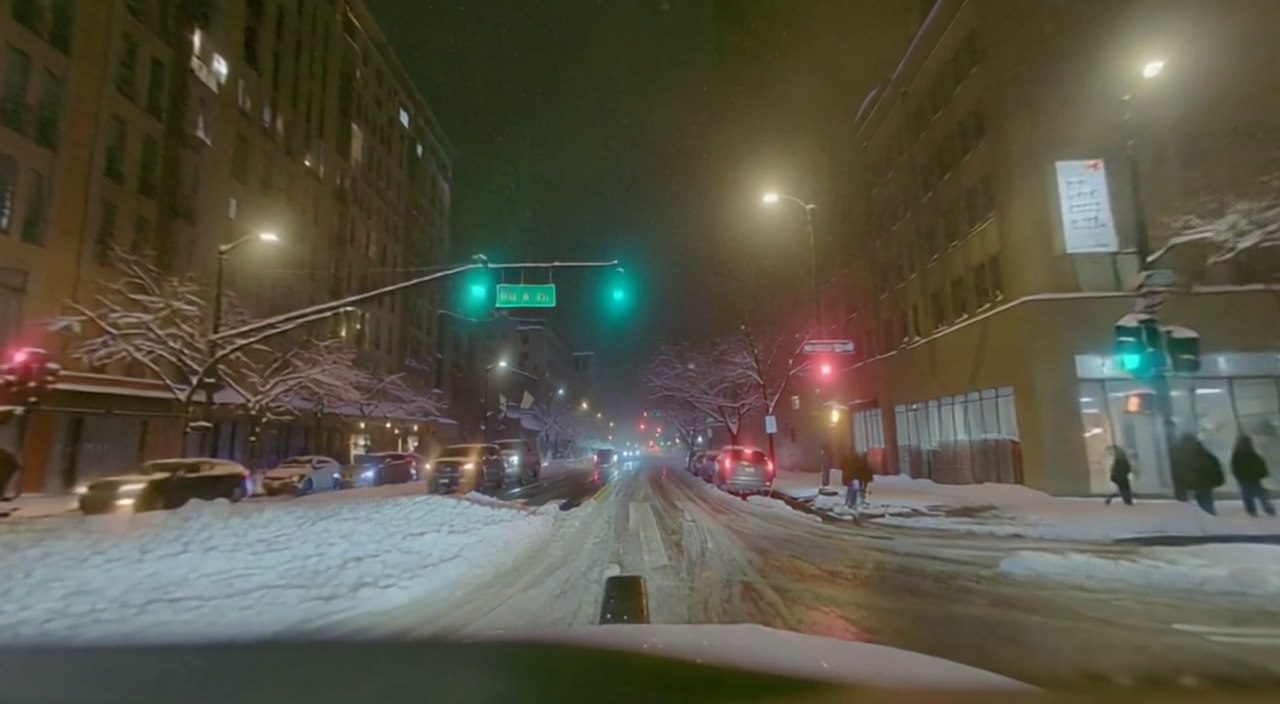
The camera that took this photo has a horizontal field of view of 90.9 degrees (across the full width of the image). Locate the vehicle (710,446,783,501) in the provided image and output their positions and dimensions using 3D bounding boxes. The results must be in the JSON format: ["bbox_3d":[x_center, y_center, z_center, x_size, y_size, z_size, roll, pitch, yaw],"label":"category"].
[{"bbox_3d":[3.775,4.358,23.050,1.924,1.765,3.954,0,-8,-1],"label":"vehicle"}]

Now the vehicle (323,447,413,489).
[{"bbox_3d":[-11.560,4.926,27.106,1.933,1.628,3.973,0,-8,2],"label":"vehicle"}]

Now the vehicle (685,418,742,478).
[{"bbox_3d":[4.613,6.232,41.124,2.989,3.455,7.975,0,-8,2],"label":"vehicle"}]

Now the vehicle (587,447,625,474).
[{"bbox_3d":[-1.986,6.464,37.779,1.973,1.496,3.713,0,-8,1],"label":"vehicle"}]

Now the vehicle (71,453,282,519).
[{"bbox_3d":[-12.247,3.520,17.156,1.934,1.434,4.636,-1,-8,6],"label":"vehicle"}]

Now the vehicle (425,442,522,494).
[{"bbox_3d":[-5.436,3.808,21.158,1.942,1.559,4.298,0,-8,2],"label":"vehicle"}]
